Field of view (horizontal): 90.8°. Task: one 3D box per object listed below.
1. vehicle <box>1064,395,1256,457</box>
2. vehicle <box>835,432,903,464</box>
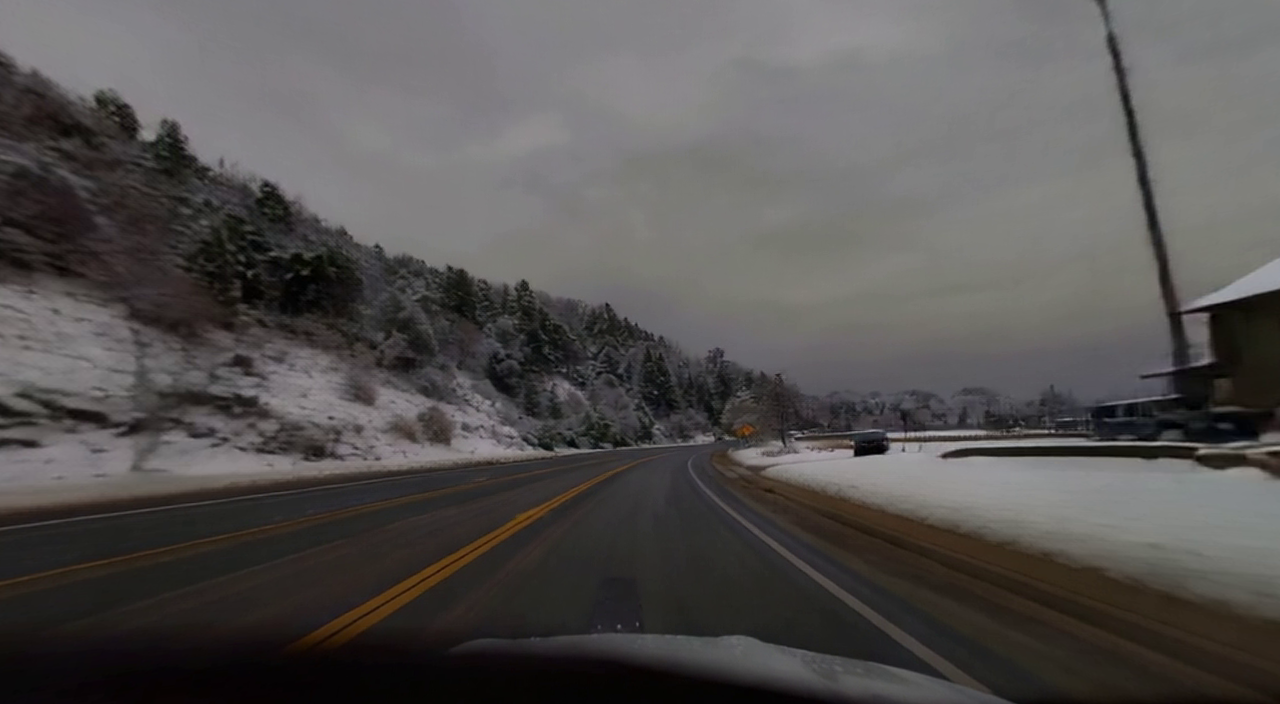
[{"bbox_3d":[17.385,2.602,21.544,2.098,1.872,4.777,1,-9,-7],"label":"vehicle"},{"bbox_3d":[14.896,6.336,41.444,2.352,1.872,5.103,0,-11,-2],"label":"vehicle"}]
